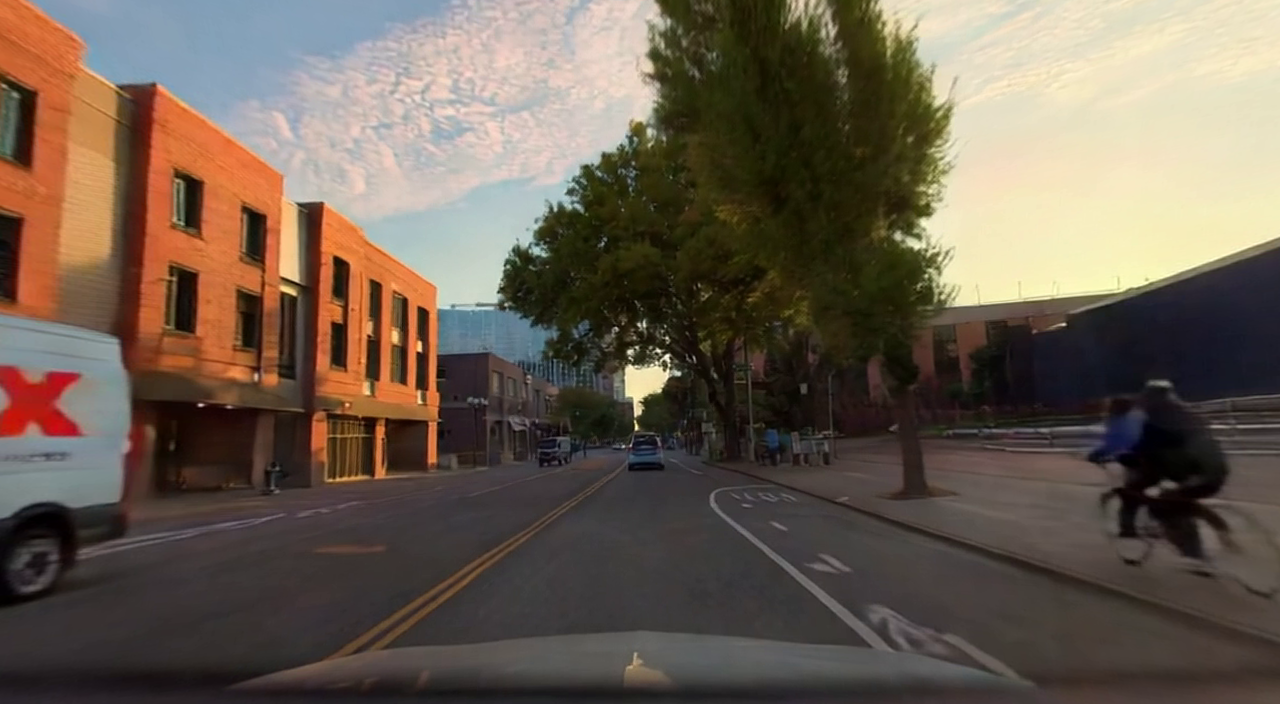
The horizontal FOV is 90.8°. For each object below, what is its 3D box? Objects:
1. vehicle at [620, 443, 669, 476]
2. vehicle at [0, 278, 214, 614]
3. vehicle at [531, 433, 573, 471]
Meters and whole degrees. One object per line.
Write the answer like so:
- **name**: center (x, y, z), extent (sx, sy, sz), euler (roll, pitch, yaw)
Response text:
- **vehicle**: center (0.300, 5.559, 32.919), extent (2.356, 1.572, 4.810), euler (0, -9, 2)
- **vehicle**: center (-7.284, 0.743, 4.951), extent (2.754, 3.065, 7.103), euler (0, -8, 1)
- **vehicle**: center (-6.511, 7.429, 47.396), extent (2.418, 2.620, 5.522), euler (-1, -8, 0)
